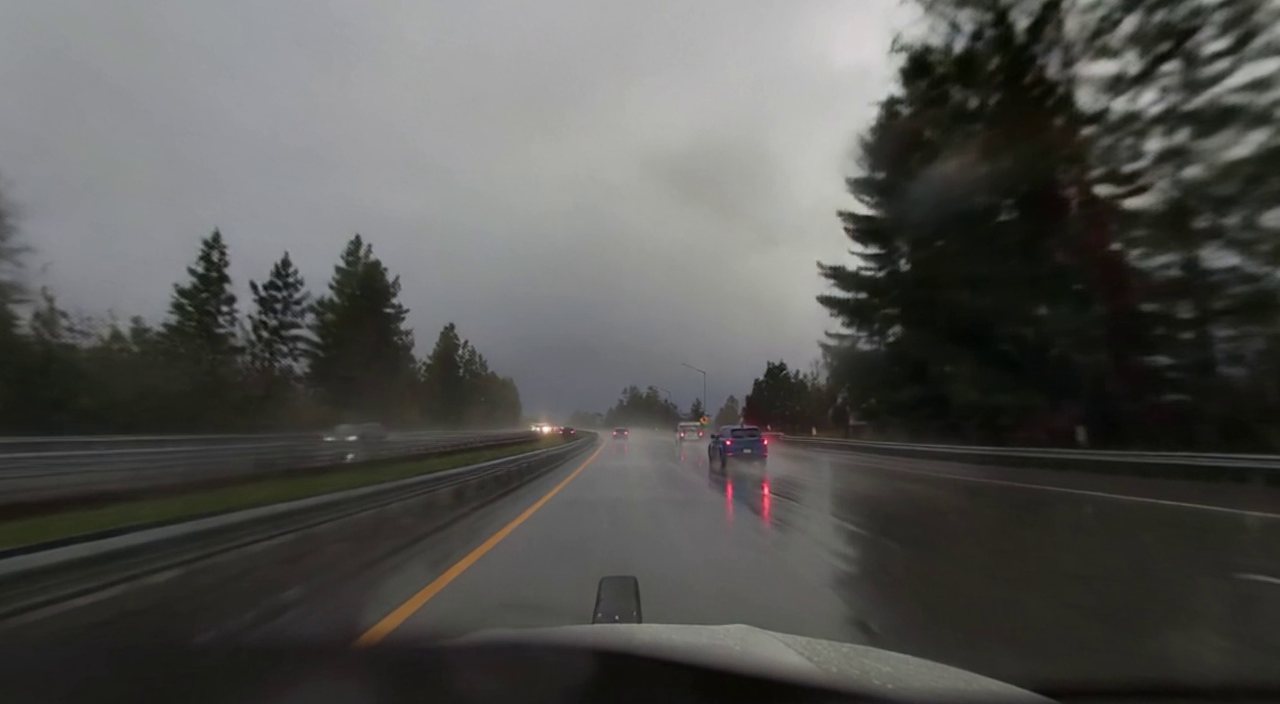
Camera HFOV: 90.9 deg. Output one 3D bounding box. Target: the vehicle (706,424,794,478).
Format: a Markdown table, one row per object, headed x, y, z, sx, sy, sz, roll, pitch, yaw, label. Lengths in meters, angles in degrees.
| x | y | z | sx | sy | sz | roll | pitch | yaw | label |
| --- | --- | --- | --- | --- | --- | --- | --- | --- | --- |
| 3.450 | 3.154 | 20.465 | 2.002 | 1.569 | 3.845 | 0 | -8 | -3 | vehicle |
